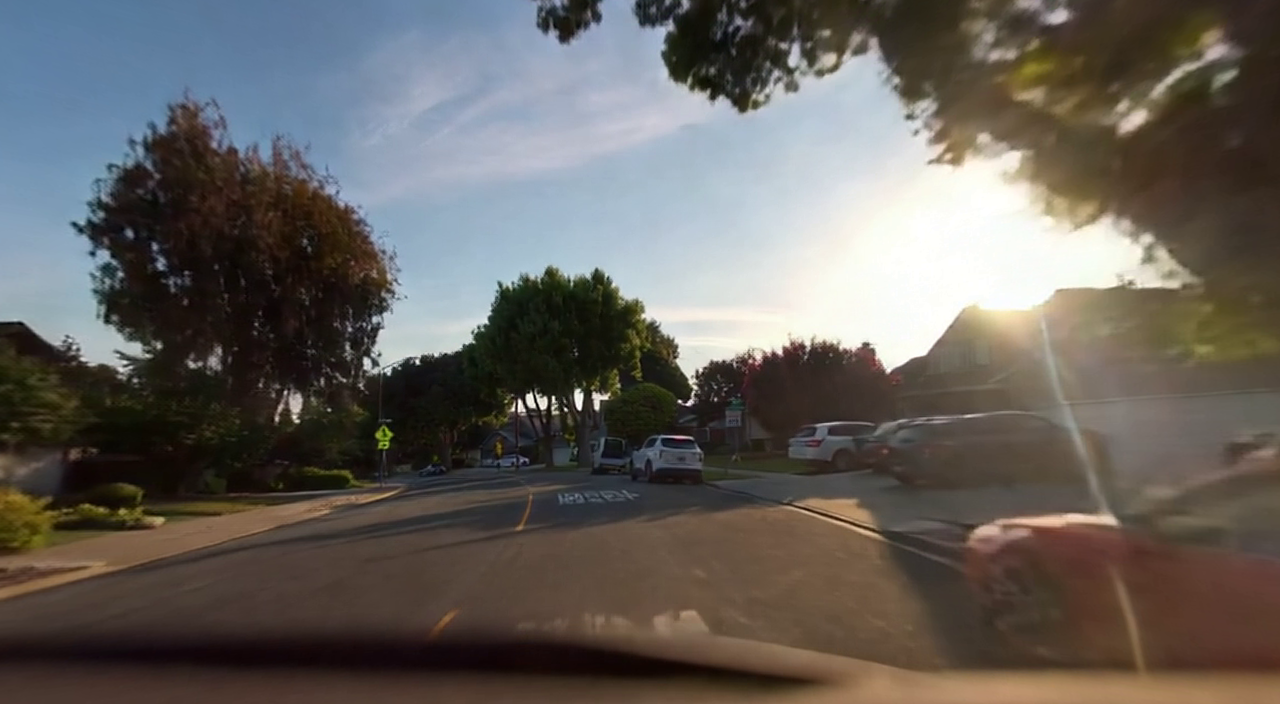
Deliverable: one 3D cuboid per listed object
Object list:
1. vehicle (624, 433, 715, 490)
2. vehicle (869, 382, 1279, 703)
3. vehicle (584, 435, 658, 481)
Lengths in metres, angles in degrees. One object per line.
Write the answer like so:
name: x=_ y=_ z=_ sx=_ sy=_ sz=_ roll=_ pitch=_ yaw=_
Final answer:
vehicle: x=0.832 y=3.597 z=21.190 sx=1.965 sy=1.663 sz=4.744 roll=1 pitch=-8 yaw=-11
vehicle: x=2.931 y=0.901 z=2.264 sx=2.181 sy=1.494 sz=5.023 roll=0 pitch=-8 yaw=-2
vehicle: x=-1.011 y=4.707 z=28.516 sx=2.180 sy=1.849 sz=5.423 roll=2 pitch=-9 yaw=-14
